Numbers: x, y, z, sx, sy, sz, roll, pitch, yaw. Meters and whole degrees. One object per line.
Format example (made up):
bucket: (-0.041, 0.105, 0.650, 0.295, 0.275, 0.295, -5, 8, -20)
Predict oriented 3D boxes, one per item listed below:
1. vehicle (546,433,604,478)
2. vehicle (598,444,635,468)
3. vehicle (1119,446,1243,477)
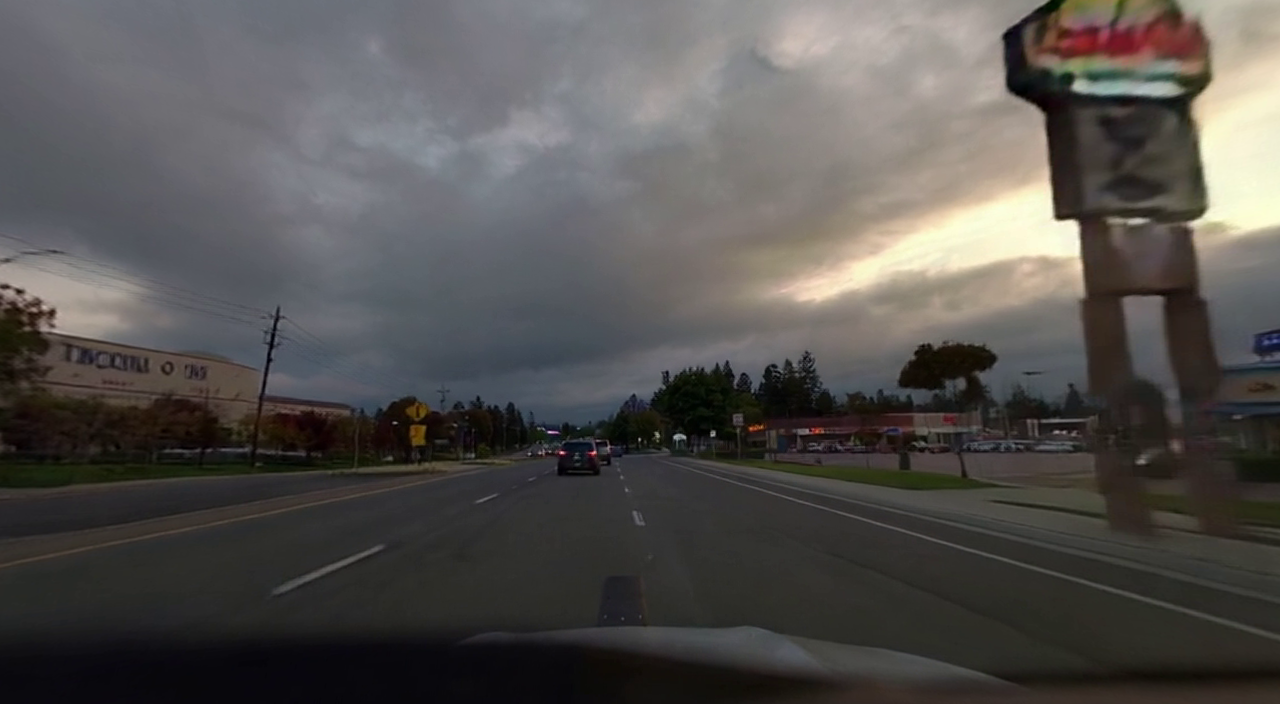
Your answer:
vehicle: (-2.904, 4.799, 29.327, 2.222, 1.899, 5.006, 0, -8, 0)
vehicle: (-1.574, 6.741, 40.996, 2.113, 1.446, 4.309, 1, -8, -6)
vehicle: (26.256, 5.311, 30.570, 4.375, 1.400, 2.017, 1, -8, -6)
